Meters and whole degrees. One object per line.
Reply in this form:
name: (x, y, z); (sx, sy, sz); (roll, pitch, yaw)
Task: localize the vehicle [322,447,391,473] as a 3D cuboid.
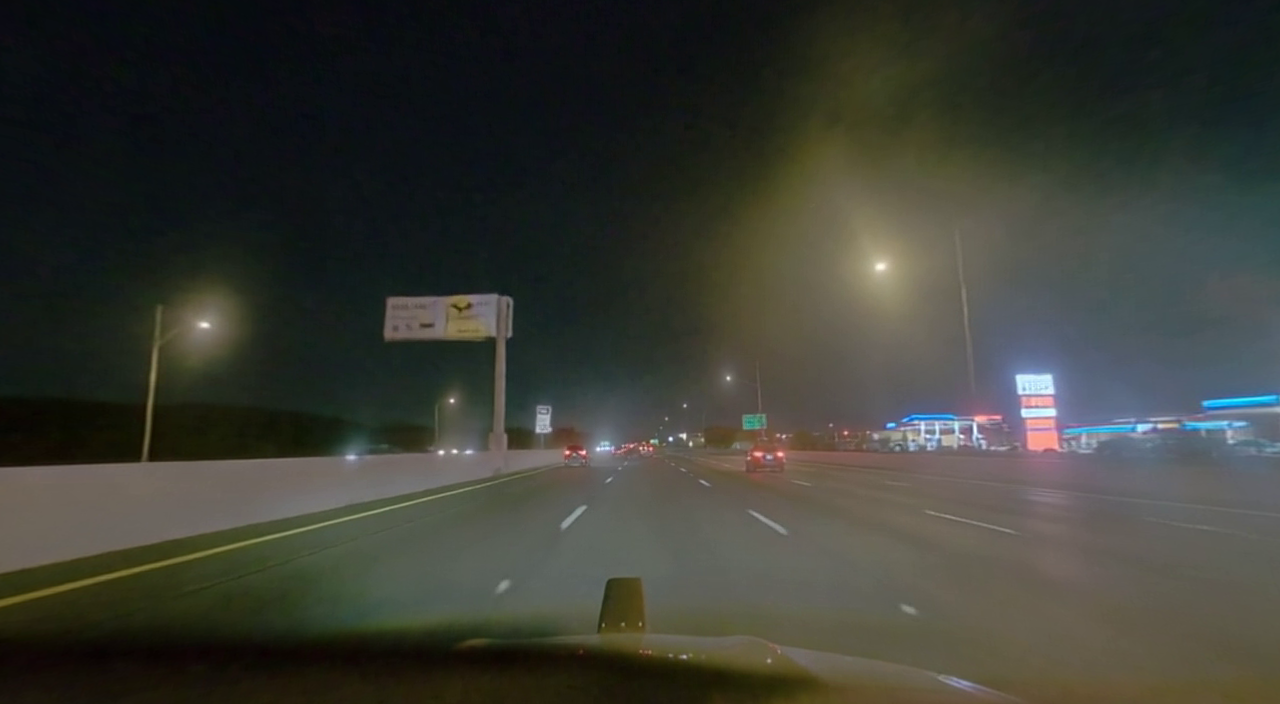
vehicle: (-17.288, 6.575, 38.713); (2.005, 1.493, 4.780); (0, -8, 0)

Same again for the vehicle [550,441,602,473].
vehicle: (-3.167, 5.290, 32.074); (2.114, 1.510, 4.186); (0, -8, 1)

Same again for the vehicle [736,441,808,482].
vehicle: (5.161, 4.318, 25.305); (1.909, 1.467, 4.940); (0, -8, 1)
